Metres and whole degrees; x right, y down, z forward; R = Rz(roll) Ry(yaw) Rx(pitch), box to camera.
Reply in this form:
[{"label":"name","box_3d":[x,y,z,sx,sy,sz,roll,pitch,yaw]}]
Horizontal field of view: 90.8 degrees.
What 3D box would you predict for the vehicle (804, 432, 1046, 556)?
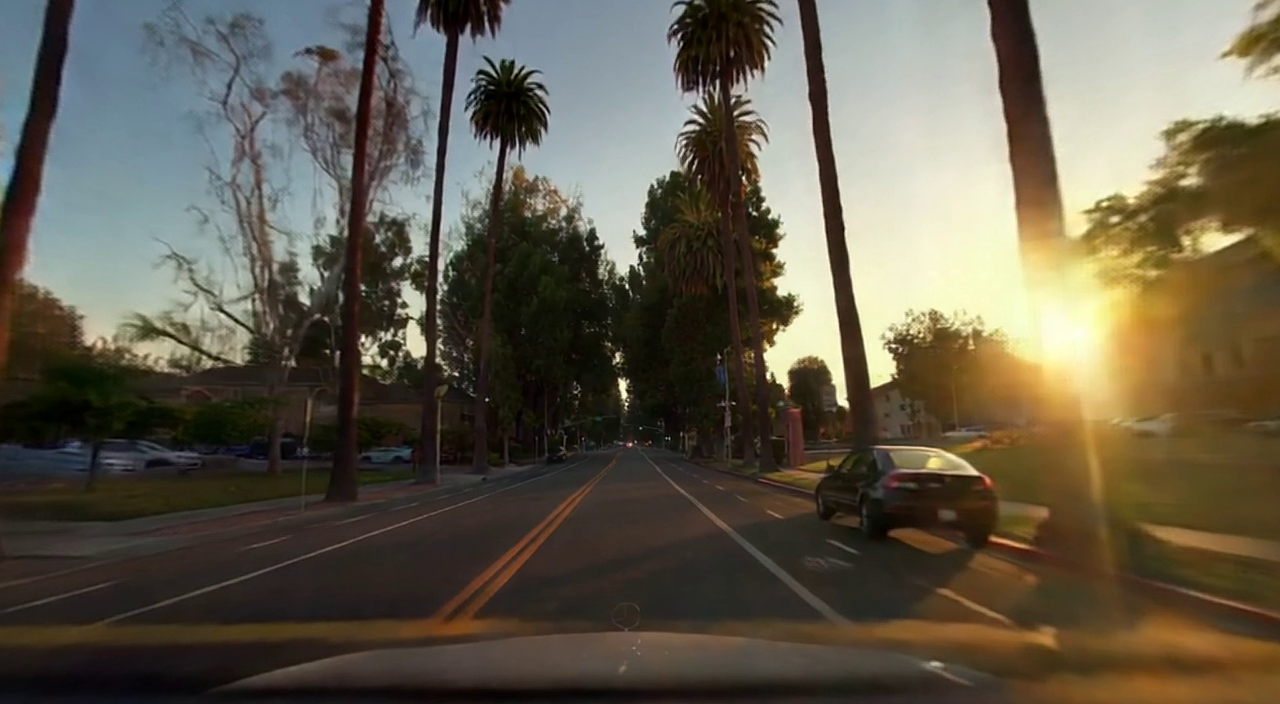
[{"label":"vehicle","box_3d":[4.449,2.276,10.846,1.997,1.640,4.494,0,-9,-1]}]
